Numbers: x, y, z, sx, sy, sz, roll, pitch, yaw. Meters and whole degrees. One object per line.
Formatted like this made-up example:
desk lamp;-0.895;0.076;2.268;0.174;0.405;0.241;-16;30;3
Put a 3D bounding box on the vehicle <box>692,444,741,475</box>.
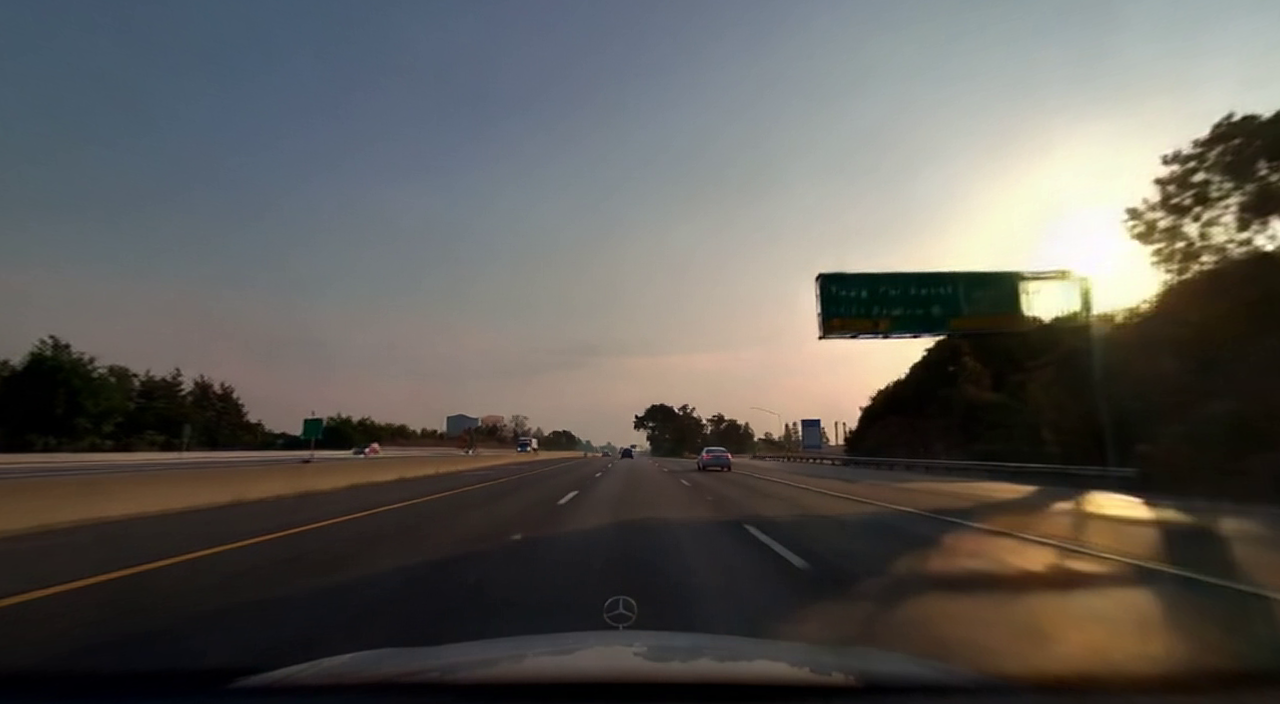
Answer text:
vehicle;4.034;5.737;33.664;1.984;1.540;3.973;0;-9;-2
